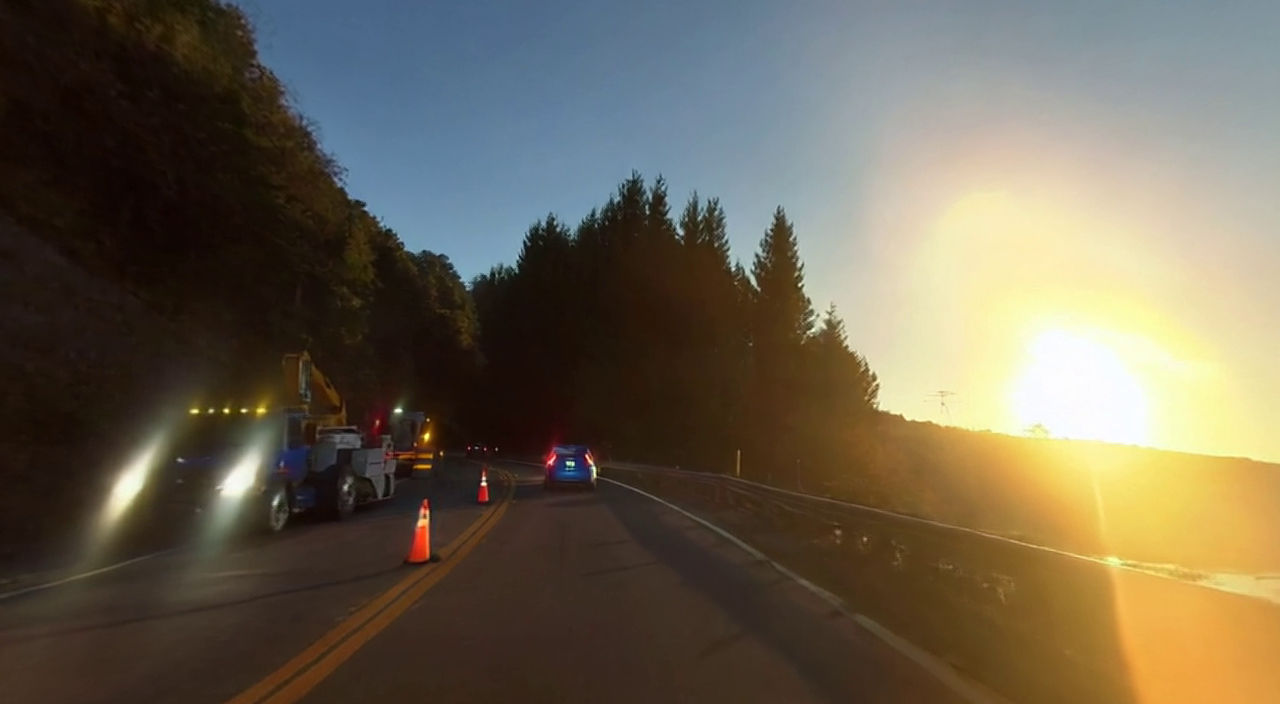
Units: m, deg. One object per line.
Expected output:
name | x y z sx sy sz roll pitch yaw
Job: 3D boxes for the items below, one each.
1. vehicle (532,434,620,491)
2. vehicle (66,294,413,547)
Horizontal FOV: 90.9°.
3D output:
vehicle | -2.068 3.309 19.257 2.259 1.503 4.075 2 -9 -11
vehicle | -5.882 1.177 10.417 2.364 3.191 4.942 0 -8 0
